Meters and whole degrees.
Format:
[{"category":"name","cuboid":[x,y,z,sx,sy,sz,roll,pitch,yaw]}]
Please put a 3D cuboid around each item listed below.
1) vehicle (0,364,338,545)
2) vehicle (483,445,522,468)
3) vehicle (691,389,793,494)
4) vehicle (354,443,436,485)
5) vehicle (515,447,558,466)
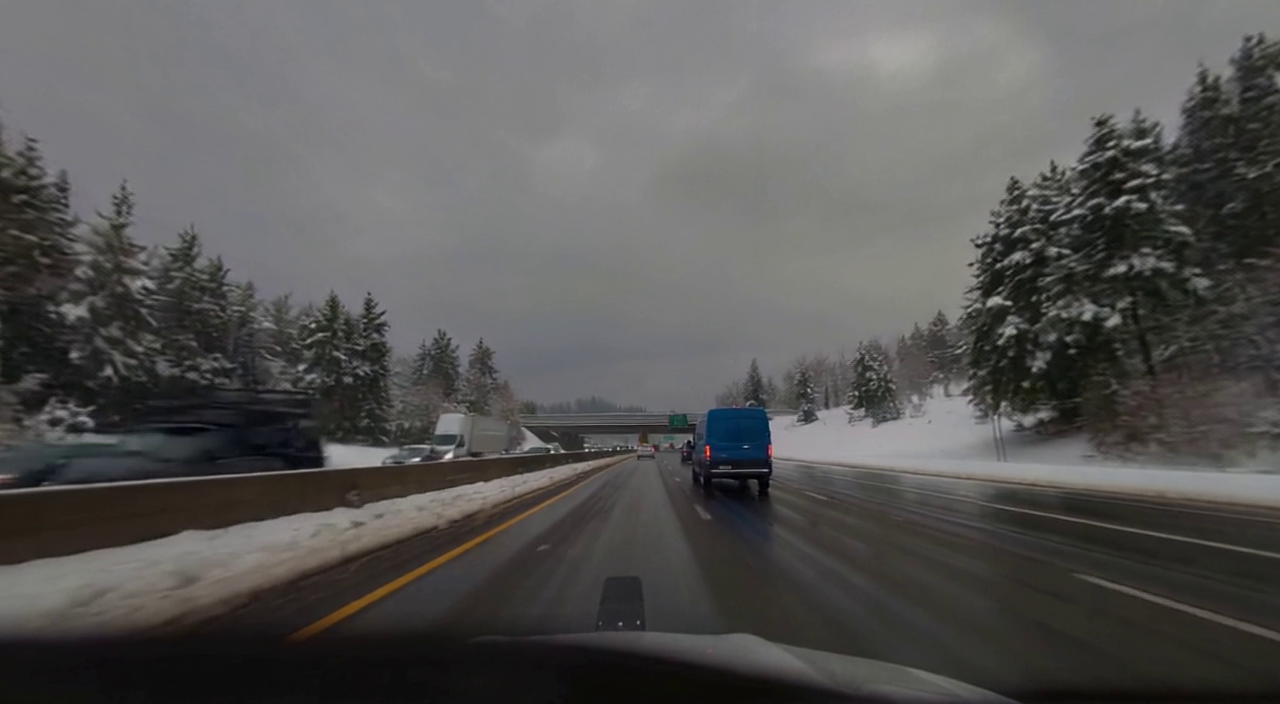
[{"category":"vehicle","cuboid":[-7.656,1.624,10.246,2.237,2.014,6.330,0,-9,1]},{"category":"vehicle","cuboid":[-10.826,8.256,49.908,1.989,1.766,4.195,0,-9,2]},{"category":"vehicle","cuboid":[3.374,3.241,22.682,2.460,3.155,6.902,0,-9,0]},{"category":"vehicle","cuboid":[-11.251,5.151,29.358,1.897,1.796,4.505,0,-9,2]},{"category":"vehicle","cuboid":[-7.161,7.274,44.173,2.186,1.241,4.084,0,-9,2]}]
